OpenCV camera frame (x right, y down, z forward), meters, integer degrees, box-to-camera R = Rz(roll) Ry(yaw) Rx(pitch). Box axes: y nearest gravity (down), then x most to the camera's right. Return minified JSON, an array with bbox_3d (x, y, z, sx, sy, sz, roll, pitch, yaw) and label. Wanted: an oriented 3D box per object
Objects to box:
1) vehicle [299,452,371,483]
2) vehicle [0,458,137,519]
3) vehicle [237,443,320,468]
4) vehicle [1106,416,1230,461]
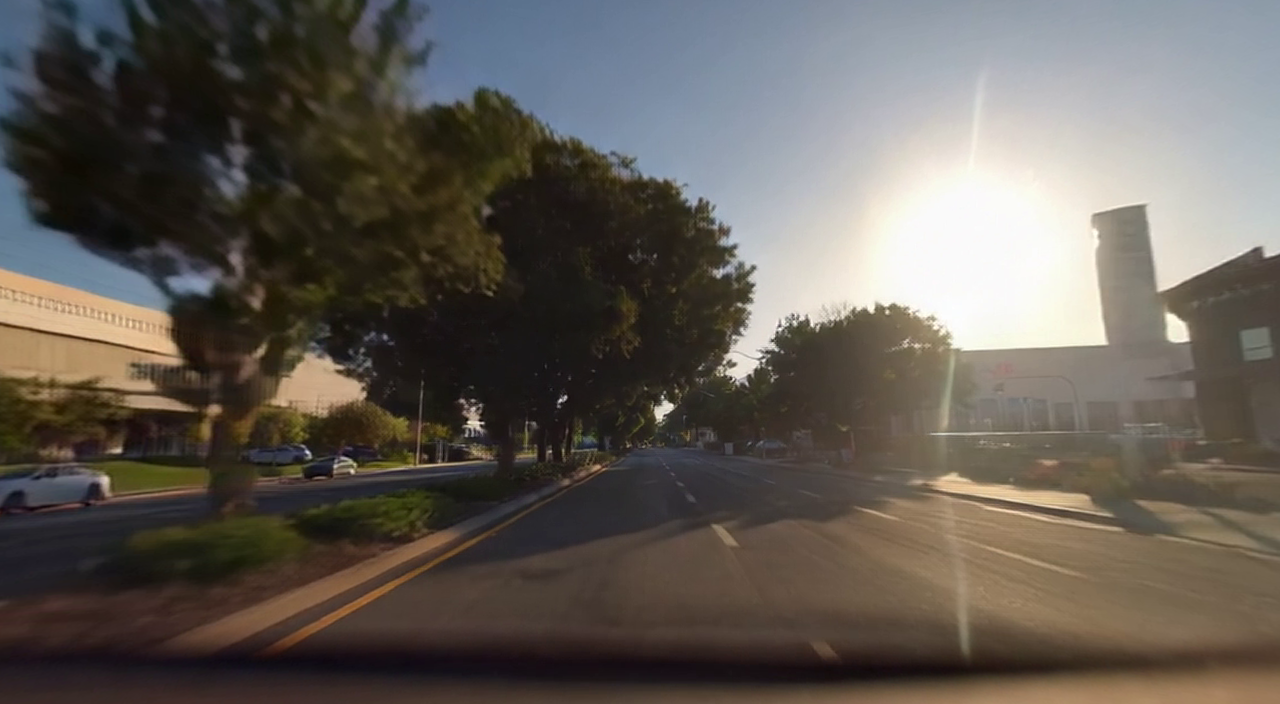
[{"bbox_3d":[-18.709,7.096,38.759,2.012,1.560,4.782,-1,-7,1],"label":"vehicle"},{"bbox_3d":[-19.039,4.220,19.805,1.959,1.535,5.081,-1,-7,3],"label":"vehicle"},{"bbox_3d":[-26.433,7.579,46.098,4.667,1.728,2.276,0,-7,-3],"label":"vehicle"},{"bbox_3d":[32.683,5.381,39.182,2.684,2.559,5.772,0,-8,1],"label":"vehicle"}]
